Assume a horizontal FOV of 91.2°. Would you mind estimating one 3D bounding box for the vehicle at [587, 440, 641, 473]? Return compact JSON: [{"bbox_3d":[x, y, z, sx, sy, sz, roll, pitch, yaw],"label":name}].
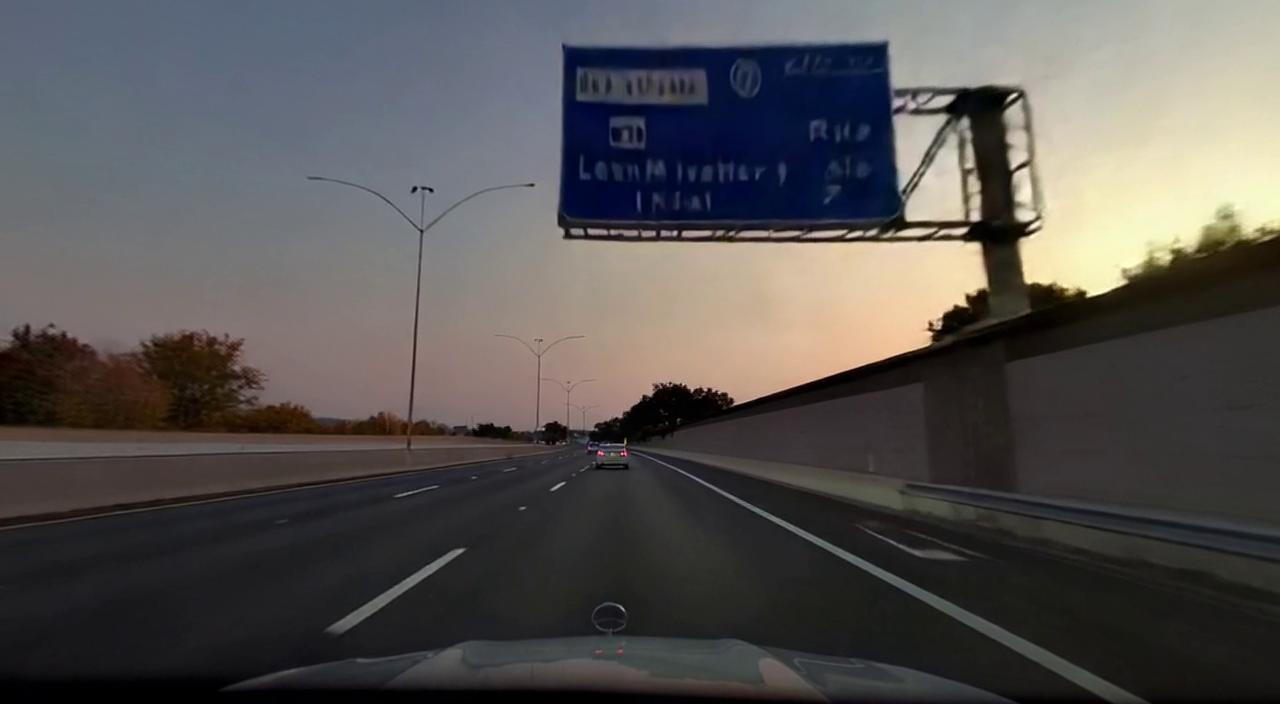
[{"bbox_3d":[-1.206,5.153,31.128,2.055,1.509,4.255,-1,-9,6],"label":"vehicle"}]
